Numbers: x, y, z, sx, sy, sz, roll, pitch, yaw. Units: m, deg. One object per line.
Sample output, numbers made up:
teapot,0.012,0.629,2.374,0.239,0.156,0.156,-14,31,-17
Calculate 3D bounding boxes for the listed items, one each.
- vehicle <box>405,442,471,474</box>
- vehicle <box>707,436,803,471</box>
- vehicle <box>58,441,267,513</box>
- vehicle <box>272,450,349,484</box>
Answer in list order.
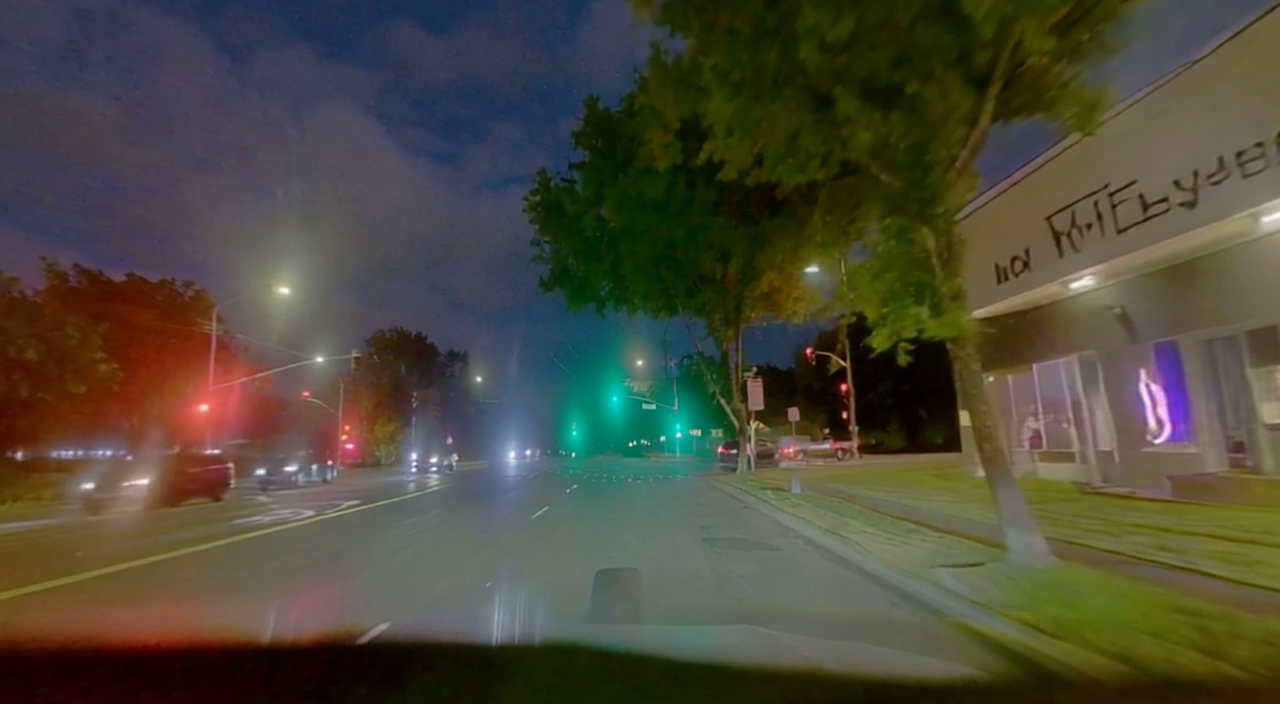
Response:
vehicle,-12.083,6.378,38.061,2.333,1.775,4.889,0,-9,0
vehicle,5.825,5.099,31.823,4.361,1.607,2.191,5,-10,-32
vehicle,-12.499,3.263,16.979,2.145,1.660,4.423,0,-9,0
vehicle,-16.775,5.821,32.285,1.768,1.532,4.216,-1,-8,-1
